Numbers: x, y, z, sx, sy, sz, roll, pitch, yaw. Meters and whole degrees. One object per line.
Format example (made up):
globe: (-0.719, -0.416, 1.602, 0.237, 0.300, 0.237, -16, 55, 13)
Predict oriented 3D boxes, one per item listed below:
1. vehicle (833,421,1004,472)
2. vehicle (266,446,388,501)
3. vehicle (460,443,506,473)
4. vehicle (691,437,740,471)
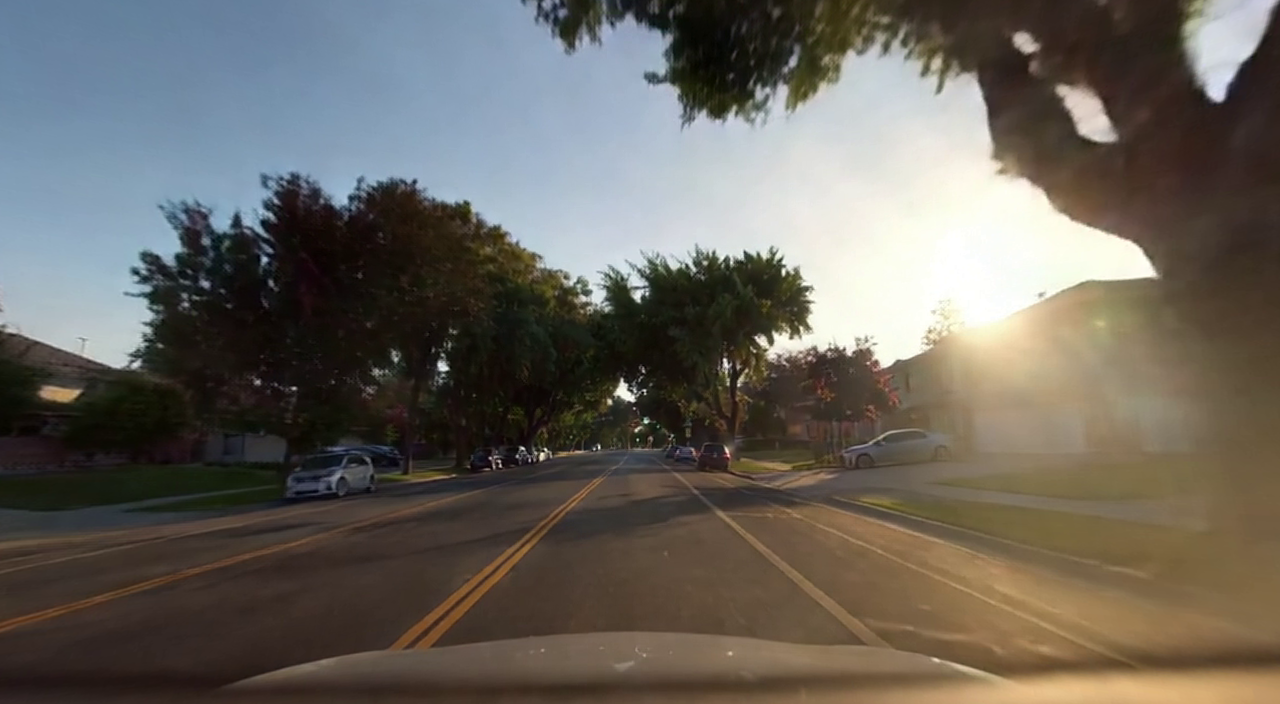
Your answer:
vehicle: (12.463, 4.274, 28.679, 6.619, 1.884, 2.225, -3, -9, 0)
vehicle: (-10.896, 4.270, 22.447, 2.082, 1.661, 4.403, -2, -10, 0)
vehicle: (-10.881, 7.428, 44.238, 2.117, 1.865, 4.570, -2, -10, -1)
vehicle: (4.430, 6.115, 37.944, 2.215, 1.886, 4.577, 1, -8, -2)
